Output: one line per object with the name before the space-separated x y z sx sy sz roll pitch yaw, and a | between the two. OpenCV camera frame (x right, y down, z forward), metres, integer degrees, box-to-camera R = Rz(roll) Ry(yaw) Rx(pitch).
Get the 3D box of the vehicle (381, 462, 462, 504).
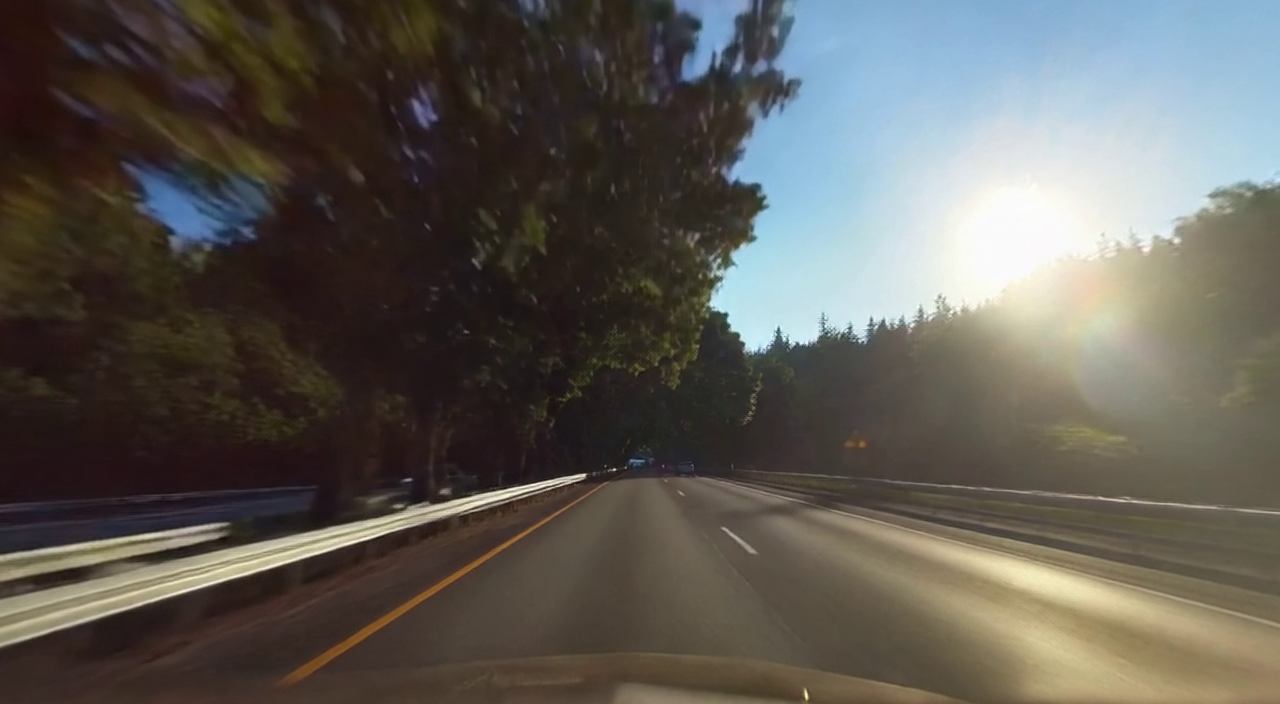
vehicle | -7.929 4.780 23.215 1.680 1.405 3.585 1 -10 0
